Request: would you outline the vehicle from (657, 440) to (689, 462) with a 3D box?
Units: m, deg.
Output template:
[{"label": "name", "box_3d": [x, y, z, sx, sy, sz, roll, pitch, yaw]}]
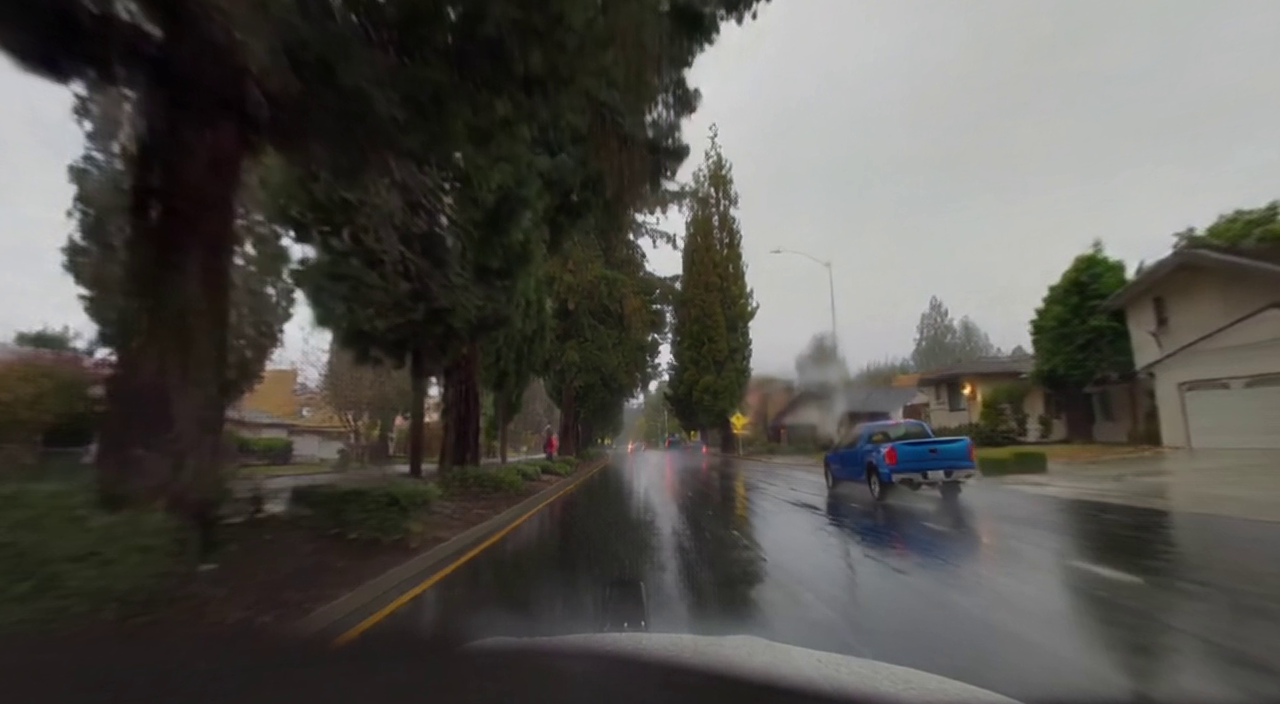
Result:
[{"label": "vehicle", "box_3d": [2.533, 7.684, 49.166, 2.061, 1.632, 4.222, 0, -8, -2]}]

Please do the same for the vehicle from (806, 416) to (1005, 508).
[{"label": "vehicle", "box_3d": [5.953, 2.576, 15.206, 2.262, 1.769, 5.666, 0, -8, -1]}]
